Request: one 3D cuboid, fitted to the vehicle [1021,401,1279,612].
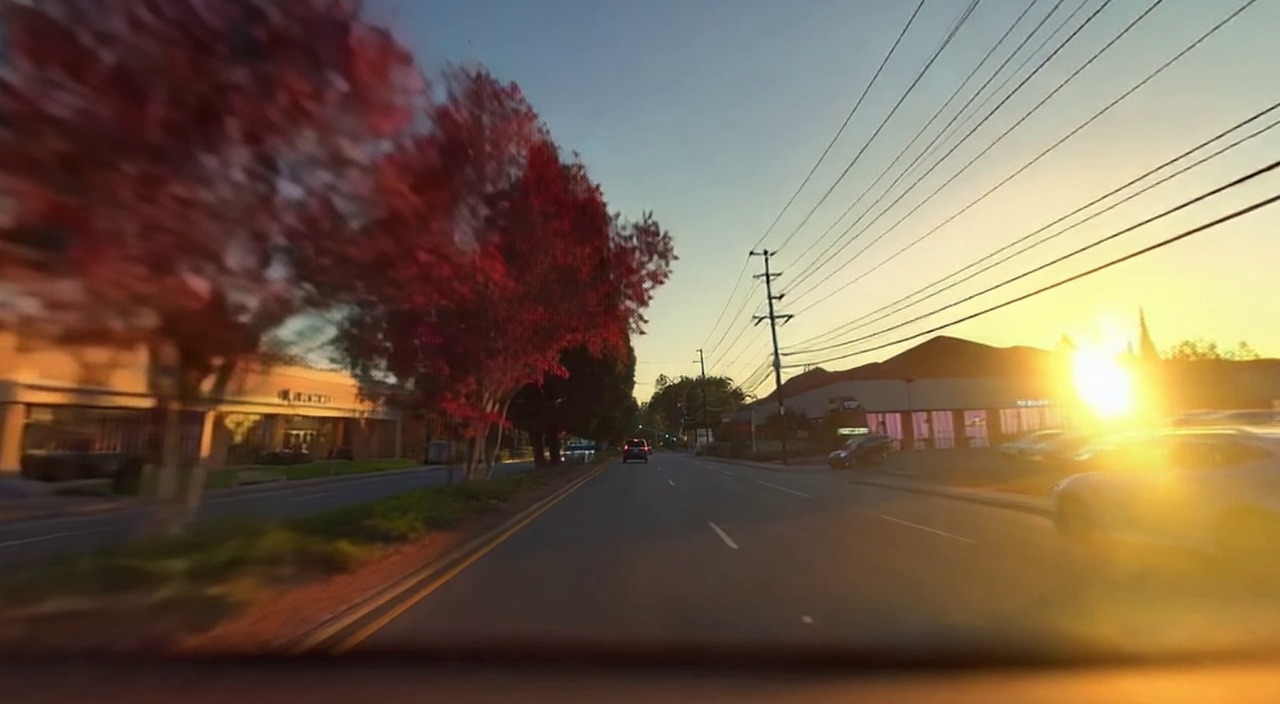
[{"bbox_3d":[6.206,1.427,6.280,1.995,1.705,4.434,0,-9,-1],"label":"vehicle"}]

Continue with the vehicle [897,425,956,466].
[{"bbox_3d":[19.133,6.220,42.198,2.918,2.614,1.930,3,-9,-18],"label":"vehicle"}]

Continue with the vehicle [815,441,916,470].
[{"bbox_3d":[14.534,6.646,40.826,5.733,1.610,2.253,0,-8,-11],"label":"vehicle"}]
